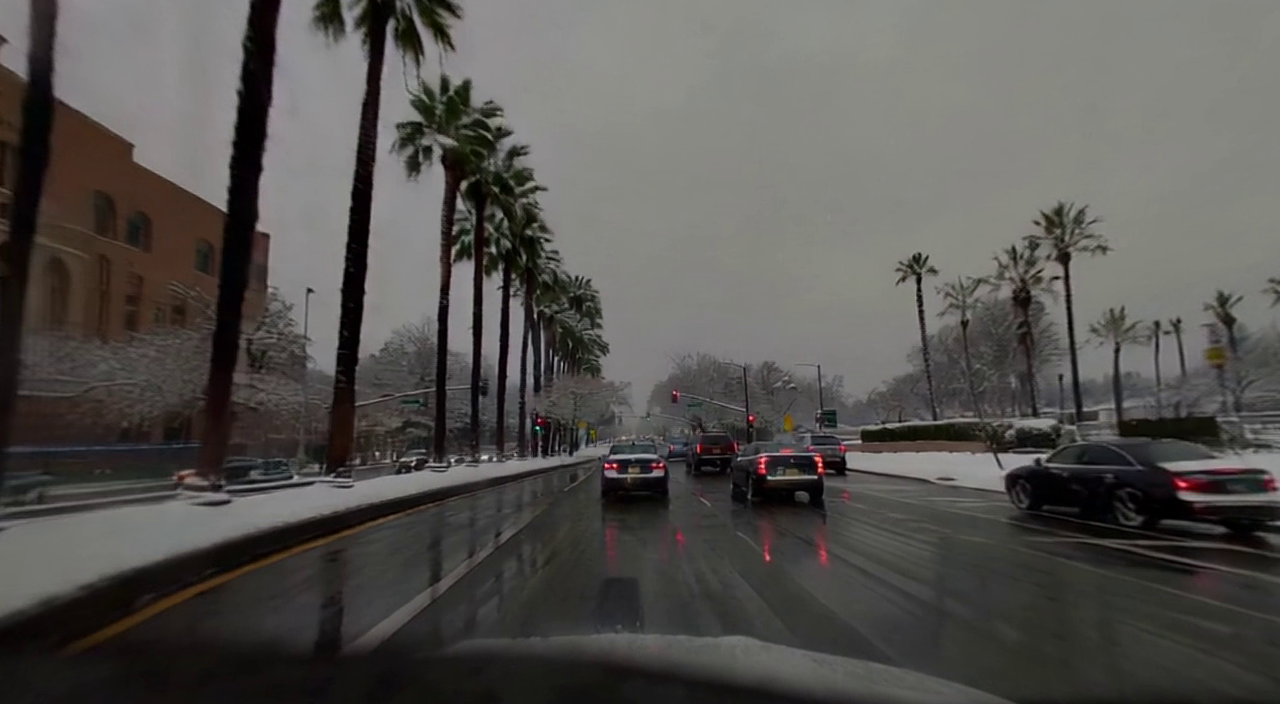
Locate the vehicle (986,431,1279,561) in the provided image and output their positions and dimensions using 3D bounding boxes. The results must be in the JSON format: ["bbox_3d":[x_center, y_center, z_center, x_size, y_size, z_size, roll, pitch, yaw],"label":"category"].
[{"bbox_3d":[8.152,2.096,10.247,1.970,1.559,4.911,0,-8,-5],"label":"vehicle"}]

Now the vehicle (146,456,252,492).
[{"bbox_3d":[-20.875,5.769,30.152,1.935,1.479,4.453,0,-8,-2],"label":"vehicle"}]

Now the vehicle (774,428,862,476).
[{"bbox_3d":[7.840,4.414,28.430,2.200,1.933,5.123,0,-7,-3],"label":"vehicle"}]

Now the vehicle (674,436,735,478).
[{"bbox_3d":[3.122,5.332,32.549,2.127,1.854,7.971,0,-8,-1],"label":"vehicle"}]

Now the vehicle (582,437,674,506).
[{"bbox_3d":[-0.307,2.948,16.047,2.050,1.521,3.747,0,-8,-1],"label":"vehicle"}]

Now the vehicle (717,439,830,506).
[{"bbox_3d":[3.238,2.986,16.244,1.833,1.465,4.258,0,-8,-2],"label":"vehicle"}]
